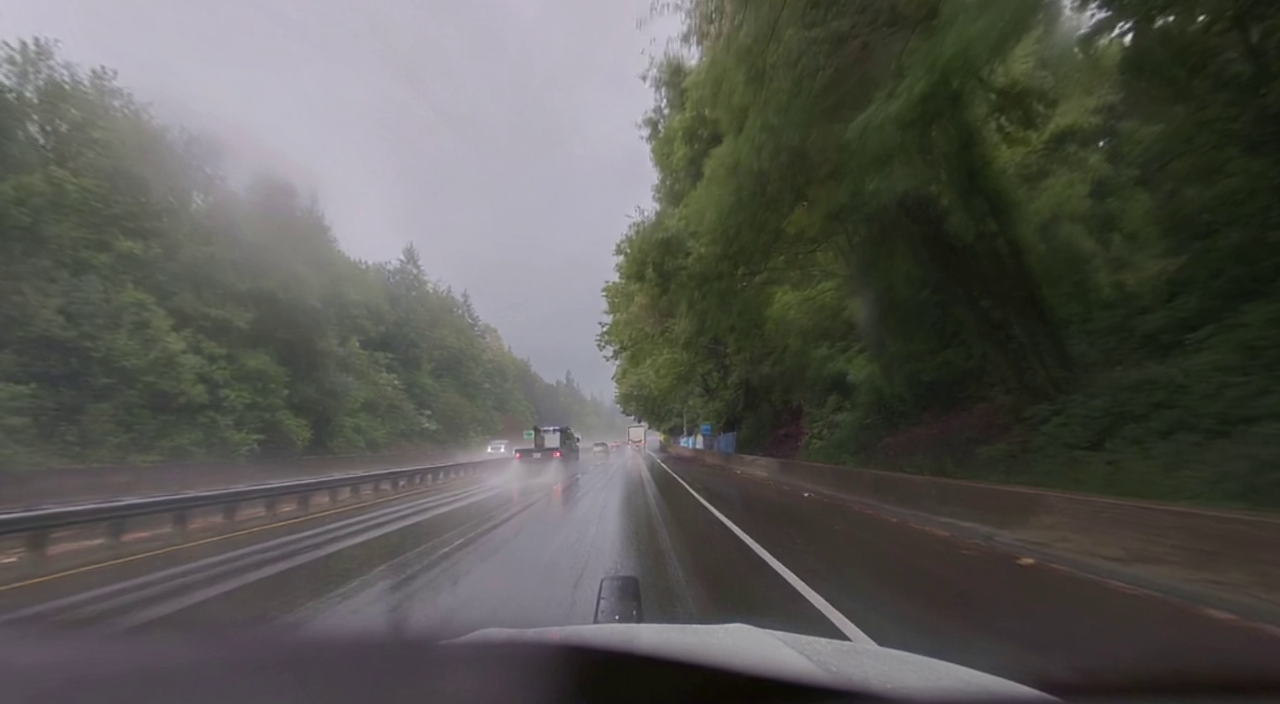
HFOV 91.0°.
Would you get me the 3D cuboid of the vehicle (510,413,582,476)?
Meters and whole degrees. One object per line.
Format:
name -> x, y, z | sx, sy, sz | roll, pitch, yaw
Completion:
vehicle -> -4.252, 4.366, 29.744 | 2.484, 2.625, 5.907 | 0, -8, 0
